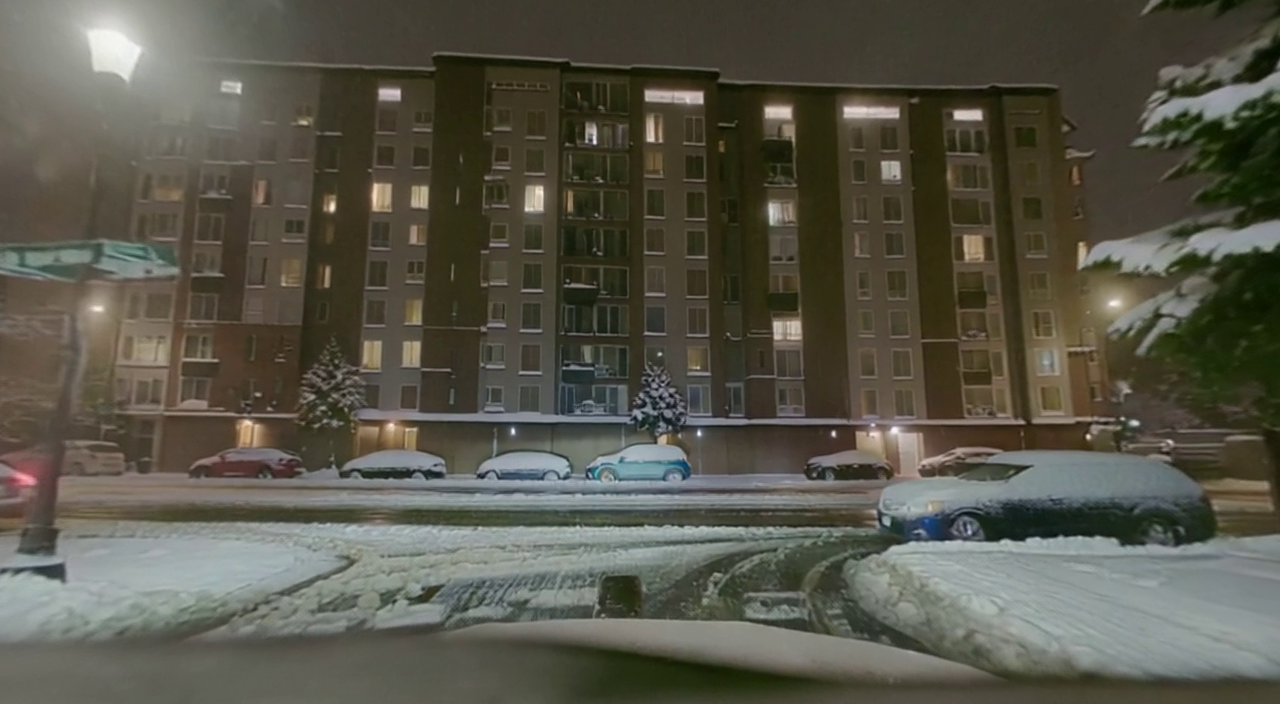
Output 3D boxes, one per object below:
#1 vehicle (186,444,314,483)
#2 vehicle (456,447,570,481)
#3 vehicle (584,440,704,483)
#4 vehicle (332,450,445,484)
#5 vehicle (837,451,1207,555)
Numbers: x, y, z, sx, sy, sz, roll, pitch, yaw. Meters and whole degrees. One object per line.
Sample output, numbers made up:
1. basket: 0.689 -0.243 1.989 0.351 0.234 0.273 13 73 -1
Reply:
1. vehicle: -17.465 4.992 28.488 4.426 1.641 1.889 0 -8 -4
2. vehicle: -5.715 5.133 28.869 4.851 1.339 1.785 -1 -11 -2
3. vehicle: 0.124 5.003 28.950 5.299 1.860 2.098 1 -10 -4
4. vehicle: -11.339 5.211 28.711 4.336 1.438 1.776 1 -8 -3
5. vehicle: 5.915 2.382 10.332 4.714 1.471 1.978 -1 -8 2
